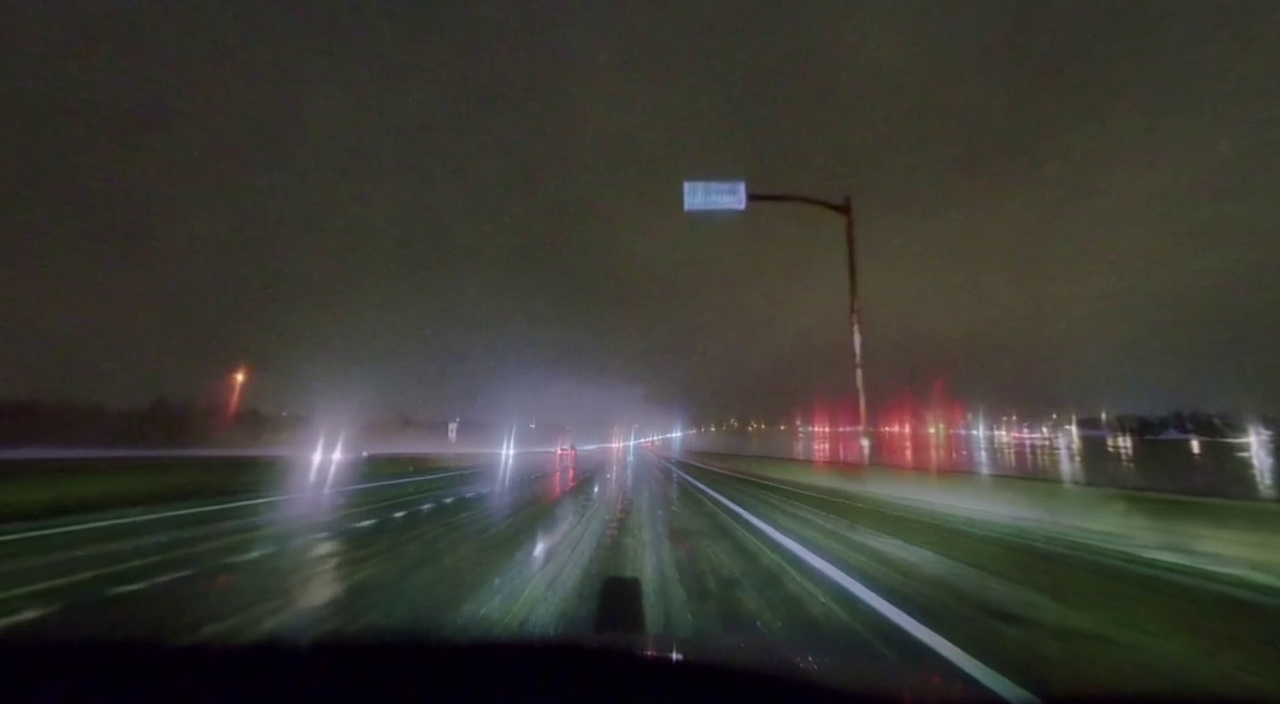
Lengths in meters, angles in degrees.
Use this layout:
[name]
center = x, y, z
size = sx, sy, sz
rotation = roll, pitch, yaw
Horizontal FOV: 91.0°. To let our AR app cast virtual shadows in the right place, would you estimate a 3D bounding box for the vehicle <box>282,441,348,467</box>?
[vehicle]
center = -20.296, 6.365, 39.460
size = 1.967, 1.517, 3.971
rotation = 0, -9, 0
